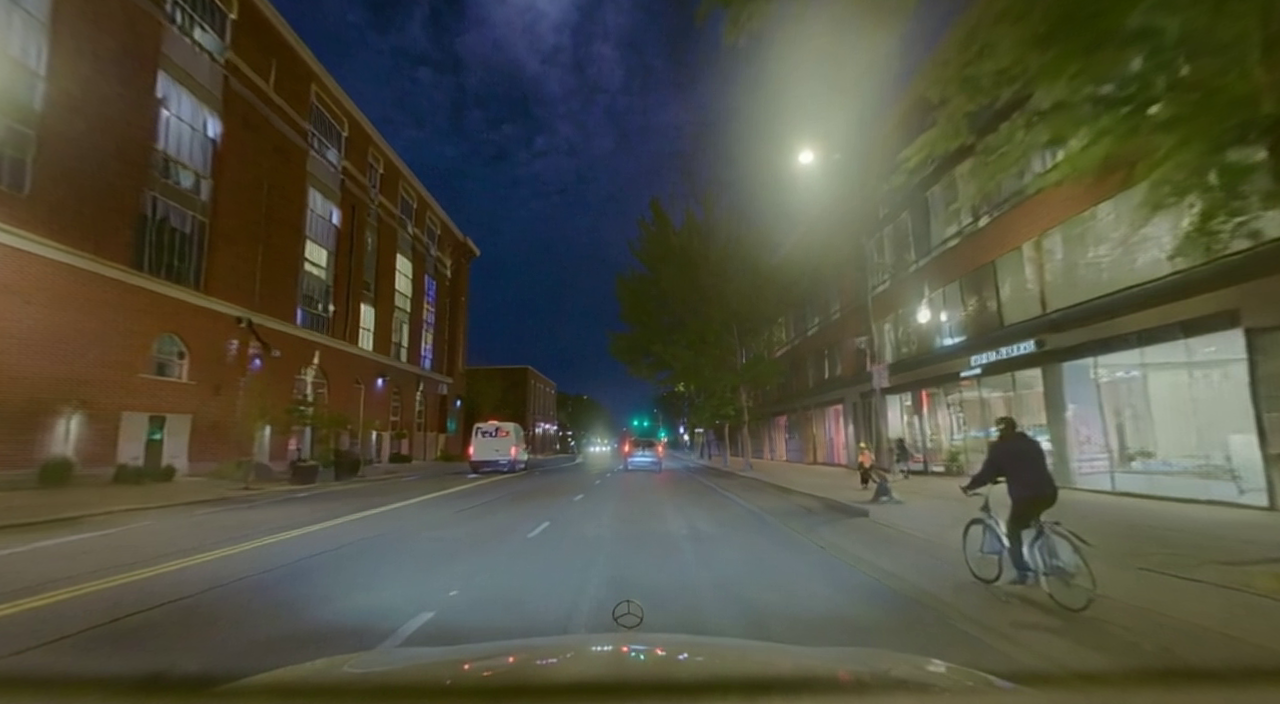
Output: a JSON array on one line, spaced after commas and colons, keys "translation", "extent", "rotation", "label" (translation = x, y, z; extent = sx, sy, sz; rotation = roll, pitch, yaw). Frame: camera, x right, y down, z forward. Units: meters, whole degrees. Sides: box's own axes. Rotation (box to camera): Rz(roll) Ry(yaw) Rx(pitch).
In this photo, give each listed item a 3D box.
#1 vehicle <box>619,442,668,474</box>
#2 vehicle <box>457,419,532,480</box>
[{"translation": [0.192, 5.563, 33.365], "extent": [2.356, 1.572, 4.810], "rotation": [0, -8, 1], "label": "vehicle"}, {"translation": [-6.833, 4.644, 30.456], "extent": [2.418, 2.620, 5.522], "rotation": [-1, -8, -1], "label": "vehicle"}]
